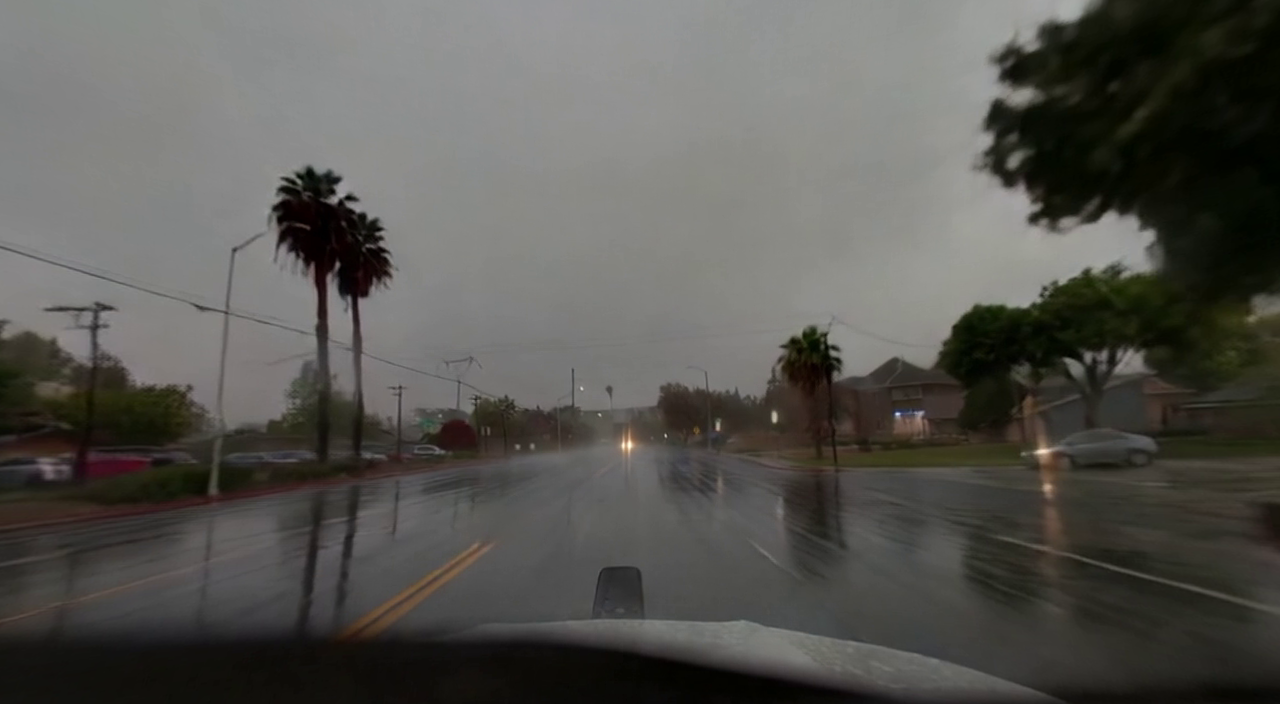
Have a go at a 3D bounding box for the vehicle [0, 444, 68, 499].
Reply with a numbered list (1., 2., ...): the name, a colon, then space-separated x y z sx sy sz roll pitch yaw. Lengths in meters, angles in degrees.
1. vehicle: -26.435 4.899 26.384 4.714 1.999 2.272 -4 -8 30

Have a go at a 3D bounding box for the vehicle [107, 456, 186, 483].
1. vehicle: -30.703 7.242 39.263 4.858 1.473 2.034 -4 -9 29

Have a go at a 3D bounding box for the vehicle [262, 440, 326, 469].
1. vehicle: -26.515 7.825 48.373 4.793 2.087 1.929 -5 -9 30

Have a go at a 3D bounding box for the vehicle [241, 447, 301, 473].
1. vehicle: -26.460 7.736 45.288 4.270 1.690 1.978 -7 -8 32

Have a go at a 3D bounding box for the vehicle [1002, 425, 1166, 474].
1. vehicle: 16.155 3.577 23.208 4.296 1.701 2.255 0 -8 -1

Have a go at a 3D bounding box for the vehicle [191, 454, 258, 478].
1. vehicle: -31.491 8.623 47.841 4.716 1.652 1.917 -4 -10 26
